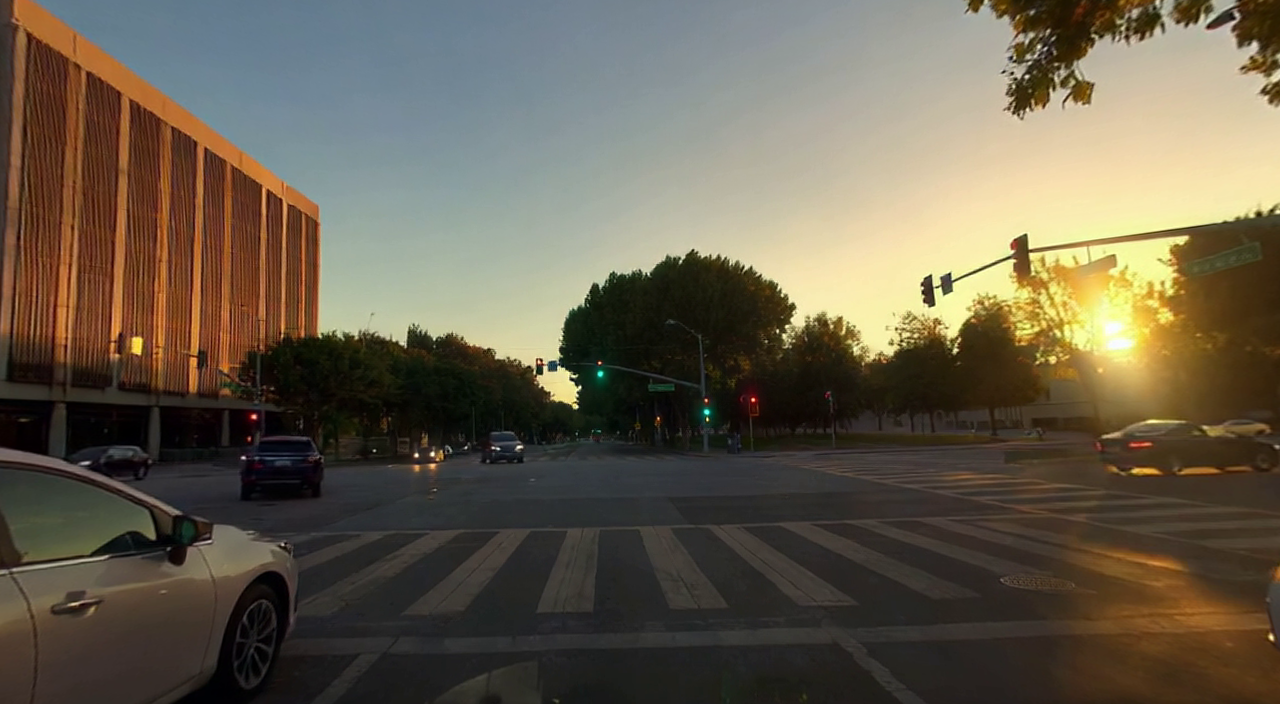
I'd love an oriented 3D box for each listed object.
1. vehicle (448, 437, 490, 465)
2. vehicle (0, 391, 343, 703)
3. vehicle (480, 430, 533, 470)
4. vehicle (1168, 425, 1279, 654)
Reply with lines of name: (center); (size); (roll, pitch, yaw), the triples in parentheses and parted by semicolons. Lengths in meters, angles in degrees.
vehicle: (-12.805, 7.418, 47.528); (2.051, 1.715, 4.346); (-3, -6, -1)
vehicle: (-3.073, 0.892, 2.159); (1.919, 1.478, 4.720); (0, -8, -1)
vehicle: (-6.904, 4.974, 32.315); (2.109, 1.871, 4.778); (2, -9, -17)
vehicle: (4.942, 0.984, 2.570); (1.949, 1.449, 4.530); (-1, -8, 5)
